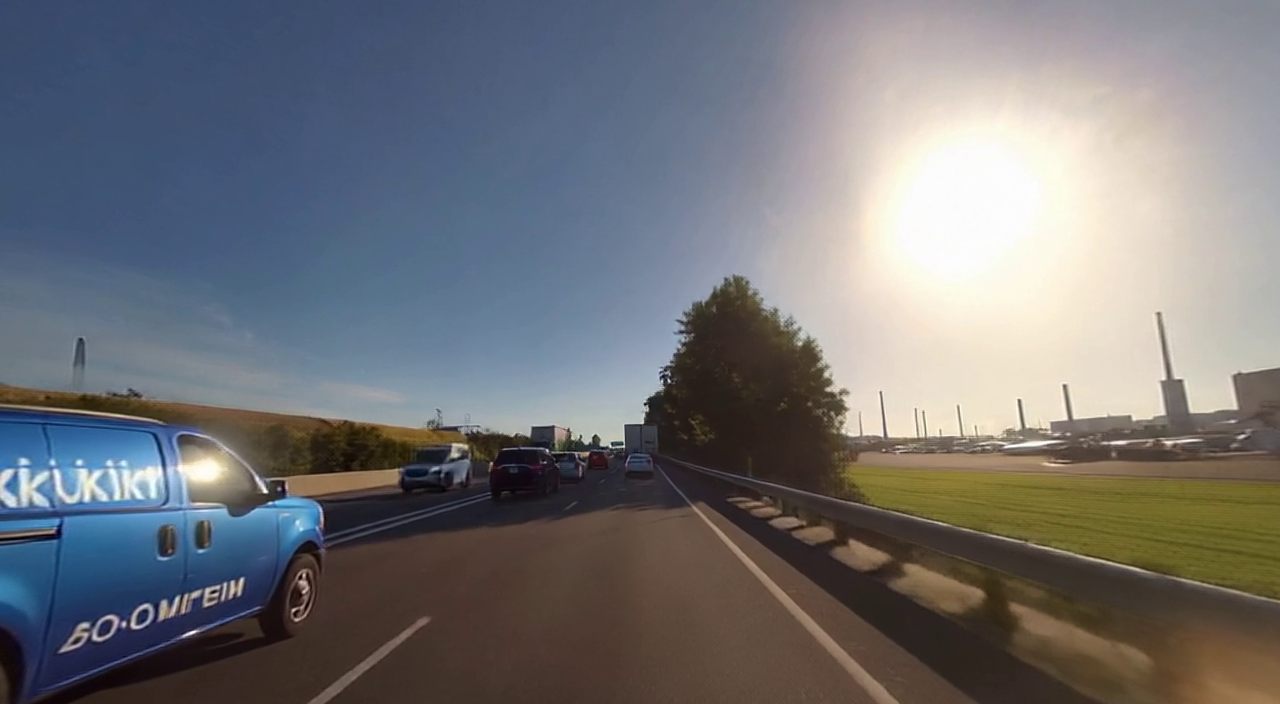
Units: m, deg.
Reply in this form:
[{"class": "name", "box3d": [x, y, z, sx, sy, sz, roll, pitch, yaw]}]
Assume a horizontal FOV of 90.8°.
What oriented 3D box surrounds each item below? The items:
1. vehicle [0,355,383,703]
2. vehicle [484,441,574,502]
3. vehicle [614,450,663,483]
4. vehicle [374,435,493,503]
[{"class": "vehicle", "box3d": [-3.265, 1.010, 3.078, 2.117, 1.688, 4.582, 0, -9, -1]}, {"class": "vehicle", "box3d": [-3.190, 3.529, 19.038, 1.937, 1.600, 4.141, 0, -9, 0]}, {"class": "vehicle", "box3d": [-0.100, 5.226, 29.041, 2.095, 1.393, 3.908, 0, -9, -1]}, {"class": "vehicle", "box3d": [-6.584, 3.779, 20.888, 2.100, 1.928, 5.251, 0, -9, 0]}]
